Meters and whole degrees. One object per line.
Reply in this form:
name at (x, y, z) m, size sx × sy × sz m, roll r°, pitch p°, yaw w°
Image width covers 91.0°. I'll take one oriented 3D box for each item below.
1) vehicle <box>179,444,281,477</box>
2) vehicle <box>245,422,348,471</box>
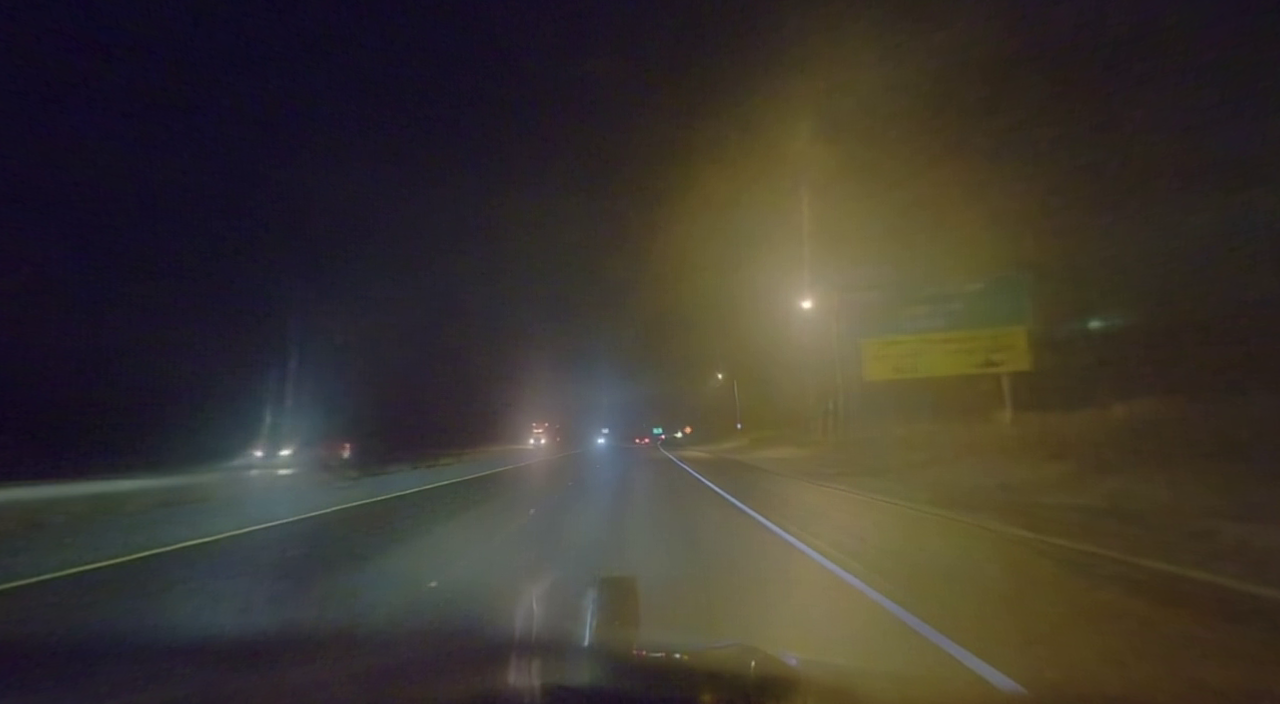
vehicle at (-20.103, 5.324, 31.172) m, size 1.982 × 1.457 × 4.609 m, roll 0°, pitch -8°, yaw 0°
vehicle at (-20.120, 5.563, 37.277) m, size 2.564 × 2.639 × 6.046 m, roll -1°, pitch -8°, yaw 1°
